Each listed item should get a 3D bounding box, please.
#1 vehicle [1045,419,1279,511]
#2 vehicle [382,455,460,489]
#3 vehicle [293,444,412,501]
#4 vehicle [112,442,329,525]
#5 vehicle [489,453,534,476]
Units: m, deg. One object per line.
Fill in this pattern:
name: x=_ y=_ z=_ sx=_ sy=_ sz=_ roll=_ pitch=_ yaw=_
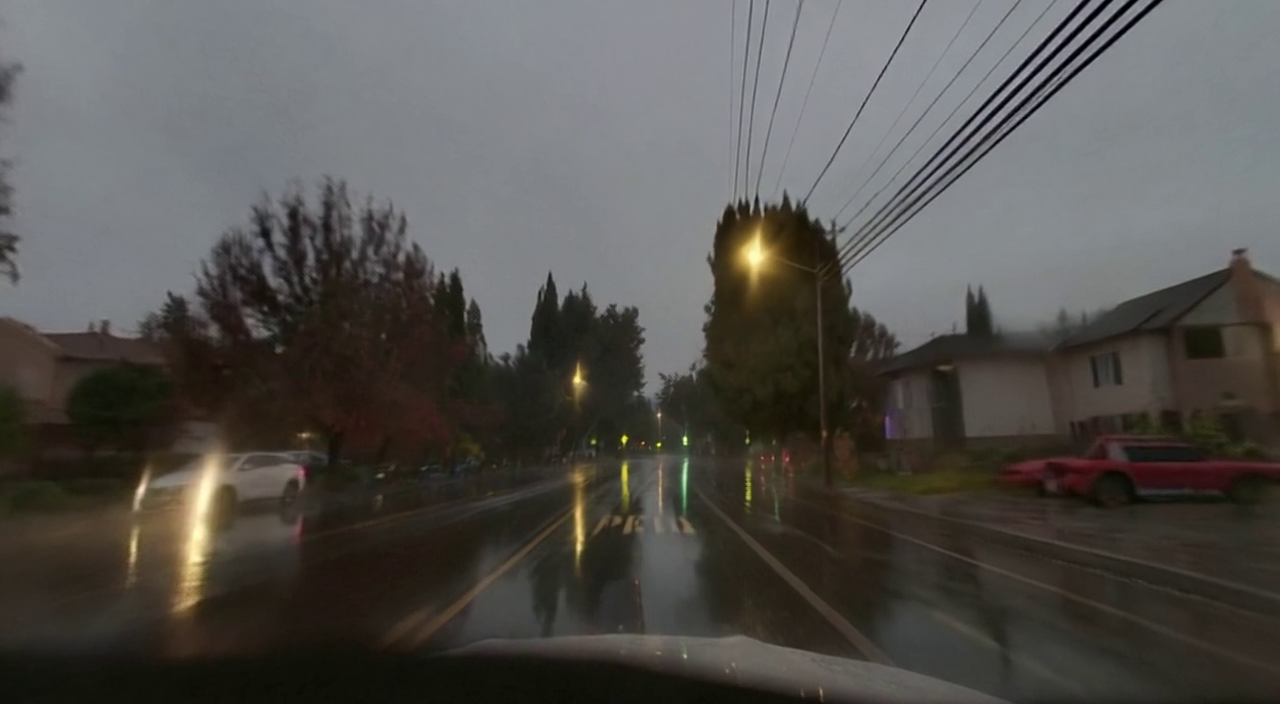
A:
vehicle: x=11.957 y=2.436 z=13.785 sx=4.710 sy=1.846 sz=1.985 roll=0 pitch=-9 yaw=2
vehicle: x=-10.865 y=5.964 z=31.603 sx=1.908 sy=1.491 sz=4.627 roll=-1 pitch=-9 yaw=5
vehicle: x=-11.348 y=4.798 z=25.410 sx=2.114 sy=1.925 sz=5.449 roll=-3 pitch=-9 yaw=2
vehicle: x=-11.602 y=3.664 z=18.171 sx=2.225 sy=1.887 sz=5.672 roll=-3 pitch=-9 yaw=2
vehicle: x=-9.636 y=8.476 z=47.617 sx=1.945 sy=1.514 sz=4.635 roll=-1 pitch=-9 yaw=6
